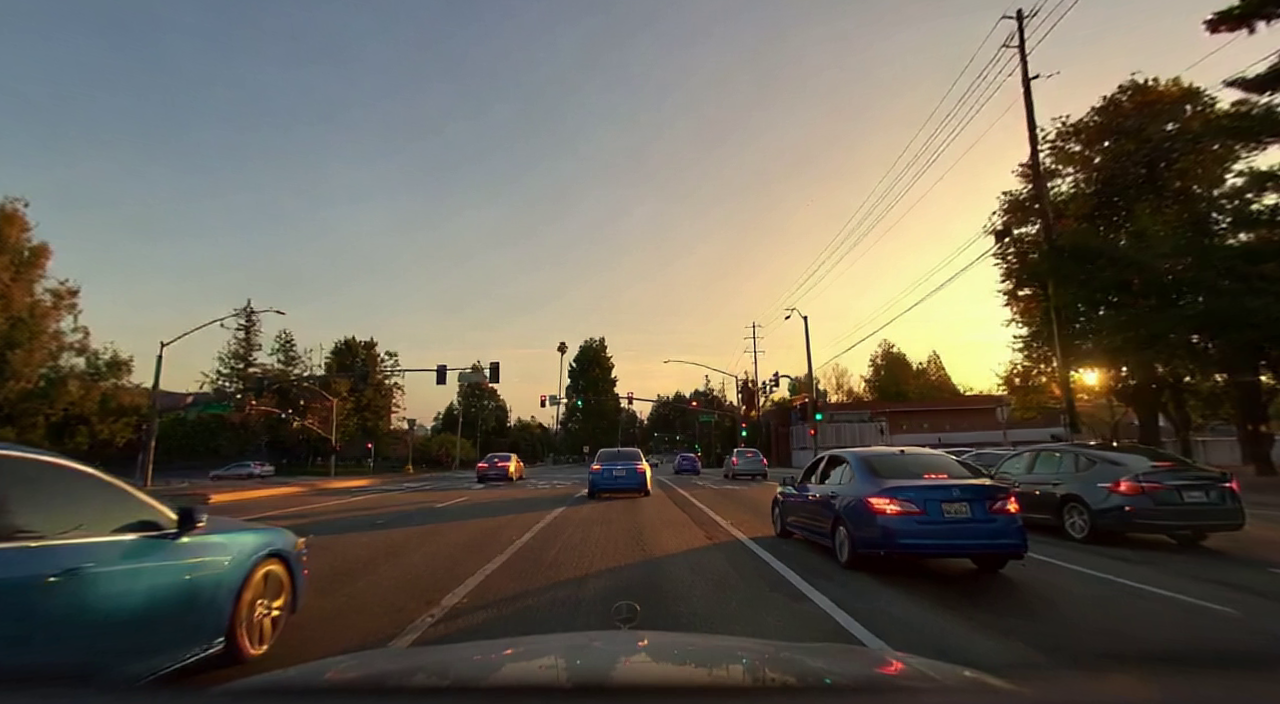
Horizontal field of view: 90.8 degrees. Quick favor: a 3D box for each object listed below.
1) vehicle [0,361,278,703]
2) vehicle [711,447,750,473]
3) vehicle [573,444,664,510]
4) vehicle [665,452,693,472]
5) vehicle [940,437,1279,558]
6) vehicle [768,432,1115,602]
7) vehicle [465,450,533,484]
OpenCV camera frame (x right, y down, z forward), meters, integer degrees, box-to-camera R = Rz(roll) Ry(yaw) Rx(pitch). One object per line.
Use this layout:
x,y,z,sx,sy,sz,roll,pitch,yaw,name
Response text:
-3.325,0.764,1.698,2.073,1.606,4.364,0,-8,0,vehicle
6.796,8.138,47.938,2.113,1.789,4.622,0,-8,-2,vehicle
-0.510,3.148,16.451,2.065,1.464,4.216,0,-8,-1,vehicle
3.028,8.704,49.970,1.850,1.438,4.166,0,-8,-1,vehicle
6.899,2.118,10.031,2.004,1.455,4.417,0,-8,-1,vehicle
3.171,1.811,7.955,2.053,1.490,4.464,0,-8,-2,vehicle
-6.784,5.573,31.018,2.032,1.448,5.500,0,-8,0,vehicle
